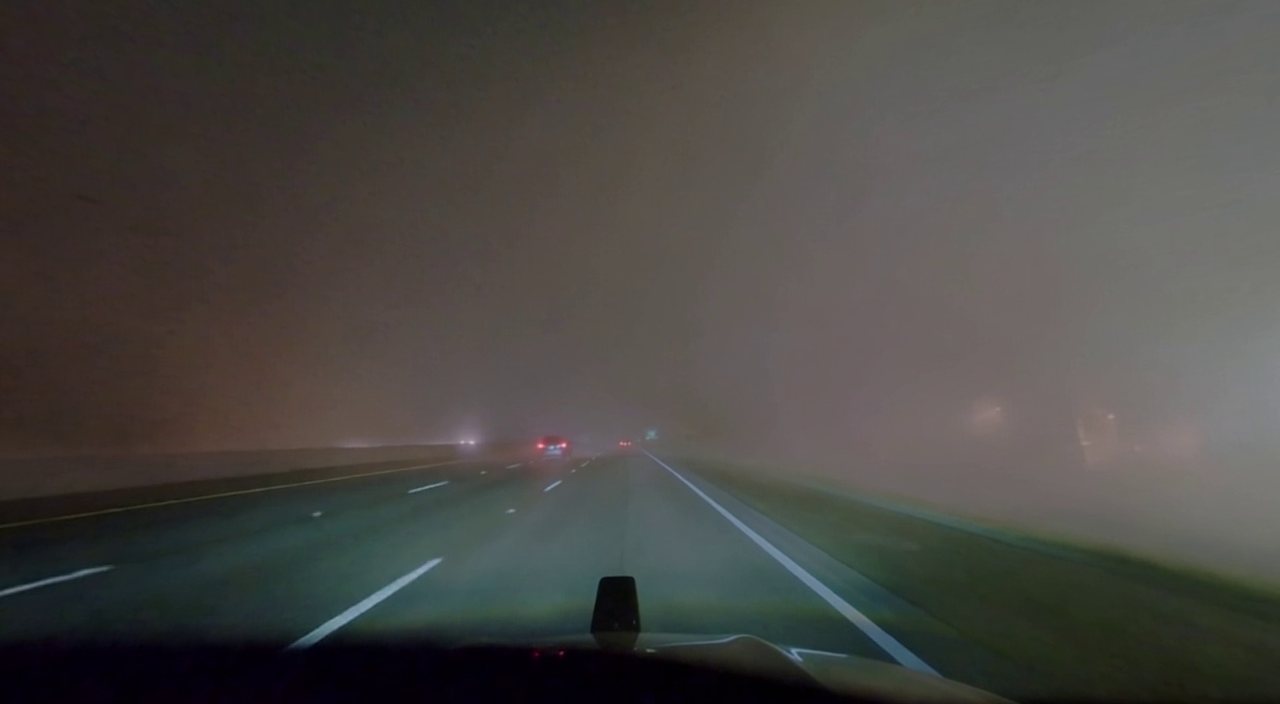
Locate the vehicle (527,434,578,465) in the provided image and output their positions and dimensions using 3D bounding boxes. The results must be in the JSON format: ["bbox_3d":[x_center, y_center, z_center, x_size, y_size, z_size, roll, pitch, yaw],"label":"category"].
[{"bbox_3d":[-4.822,5.441,35.399,2.129,1.588,4.980,0,-8,0],"label":"vehicle"}]
